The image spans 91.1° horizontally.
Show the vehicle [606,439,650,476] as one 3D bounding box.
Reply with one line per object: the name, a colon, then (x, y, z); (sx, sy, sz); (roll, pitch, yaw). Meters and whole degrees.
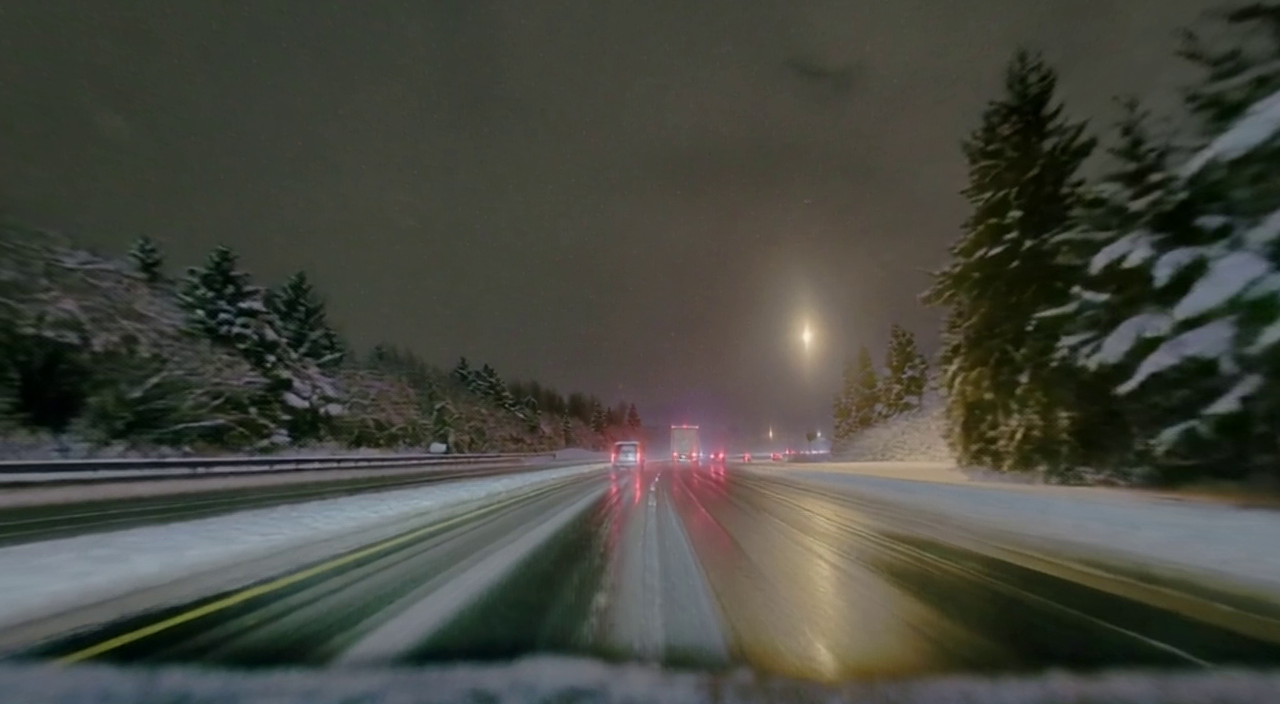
vehicle: (-0.627, 6.350, 37.945); (2.271, 2.049, 4.894); (-1, -9, 3)
